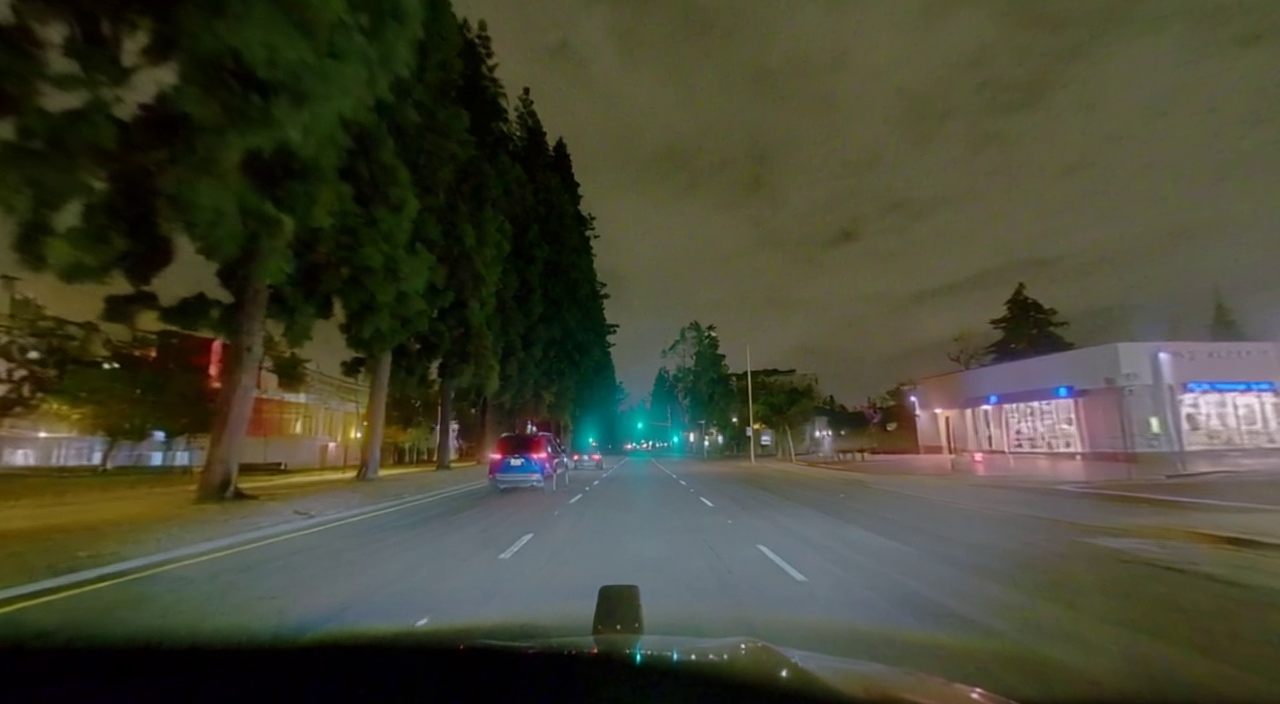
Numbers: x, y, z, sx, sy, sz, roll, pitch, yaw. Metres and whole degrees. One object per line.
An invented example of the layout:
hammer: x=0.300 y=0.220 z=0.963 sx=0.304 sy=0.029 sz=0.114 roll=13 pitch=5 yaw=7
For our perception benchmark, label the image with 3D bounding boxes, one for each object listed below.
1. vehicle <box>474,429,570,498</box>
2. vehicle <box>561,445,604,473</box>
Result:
vehicle: x=-3.369 y=3.297 z=19.014 sx=2.042 sy=1.817 sz=4.364 roll=0 pitch=-9 yaw=0
vehicle: x=-3.158 y=5.998 z=35.597 sx=2.069 sy=1.470 sz=4.601 roll=0 pitch=-9 yaw=0
